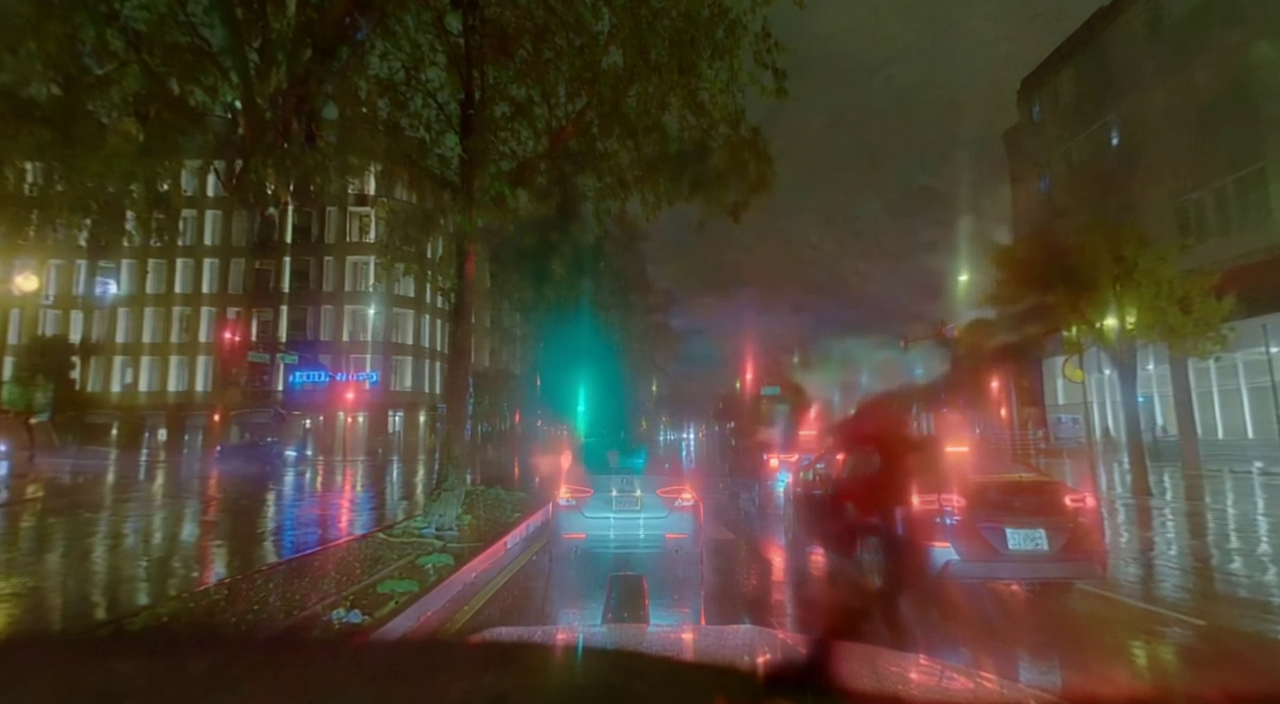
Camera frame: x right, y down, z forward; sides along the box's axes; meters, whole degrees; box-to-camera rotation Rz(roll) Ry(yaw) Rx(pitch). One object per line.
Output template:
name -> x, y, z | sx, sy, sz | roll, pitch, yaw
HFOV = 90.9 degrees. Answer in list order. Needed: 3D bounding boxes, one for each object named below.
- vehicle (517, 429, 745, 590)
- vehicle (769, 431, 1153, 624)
vehicle -> -0.097, 1.755, 7.925 | 2.087, 1.456, 4.143 | 0, -8, -1
vehicle -> 2.901, 1.652, 6.998 | 1.893, 1.446, 4.270 | 0, -8, -2
